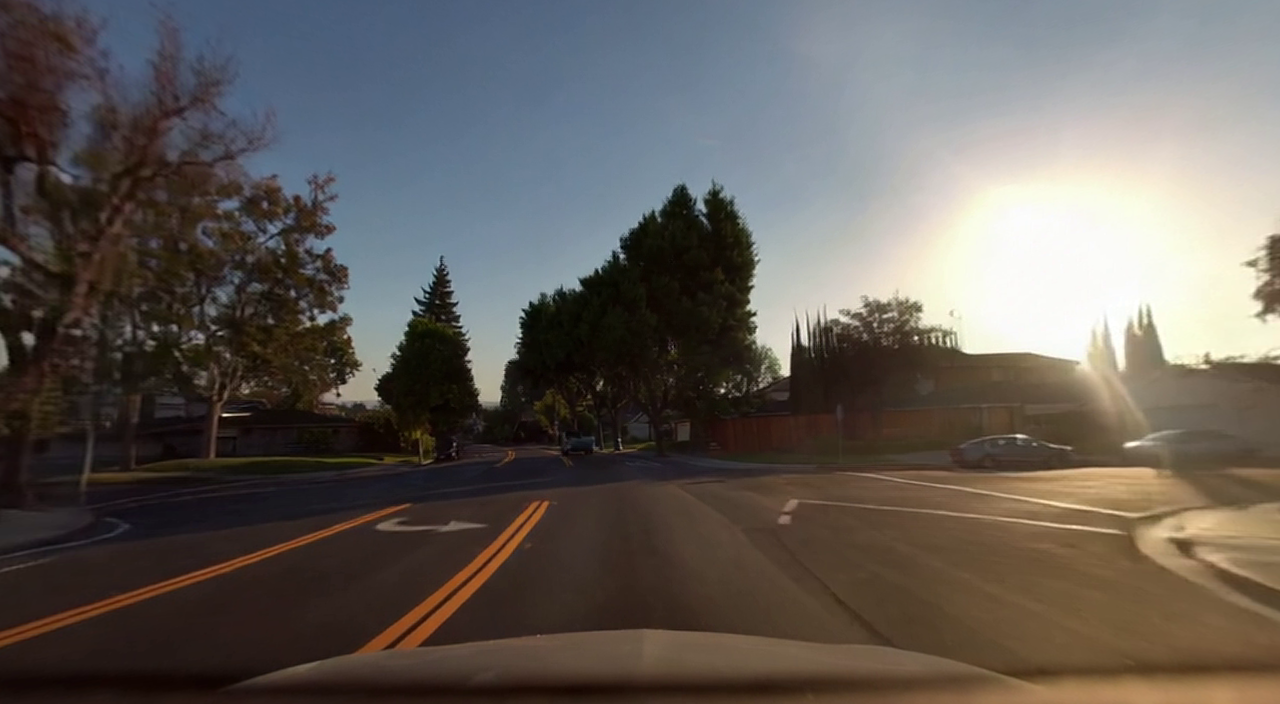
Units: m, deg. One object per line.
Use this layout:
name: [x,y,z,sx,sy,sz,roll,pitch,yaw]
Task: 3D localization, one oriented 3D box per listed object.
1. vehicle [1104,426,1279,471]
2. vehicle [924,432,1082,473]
vehicle: [19.727,3.417,22.304,4.795,1.468,1.945,-2,-8,14]
vehicle: [13.486,3.751,23.691,4.737,1.447,1.766,-2,-8,10]
